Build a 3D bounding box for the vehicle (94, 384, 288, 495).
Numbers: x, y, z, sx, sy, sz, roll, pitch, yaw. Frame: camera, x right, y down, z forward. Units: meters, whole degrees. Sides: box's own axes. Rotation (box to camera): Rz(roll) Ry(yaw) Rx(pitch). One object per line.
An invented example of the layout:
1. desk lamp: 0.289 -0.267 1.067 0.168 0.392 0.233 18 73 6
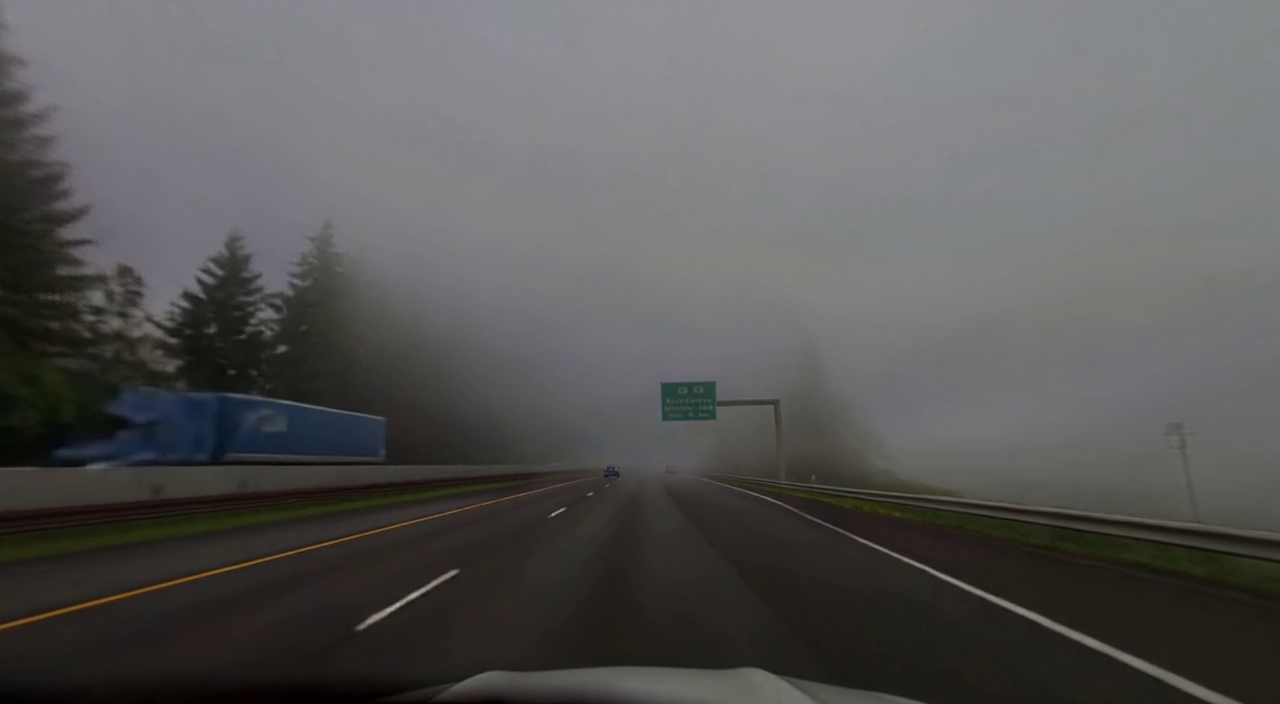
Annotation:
1. vehicle: -17.378 3.583 25.068 3.016 3.847 5.834 1 -10 1
